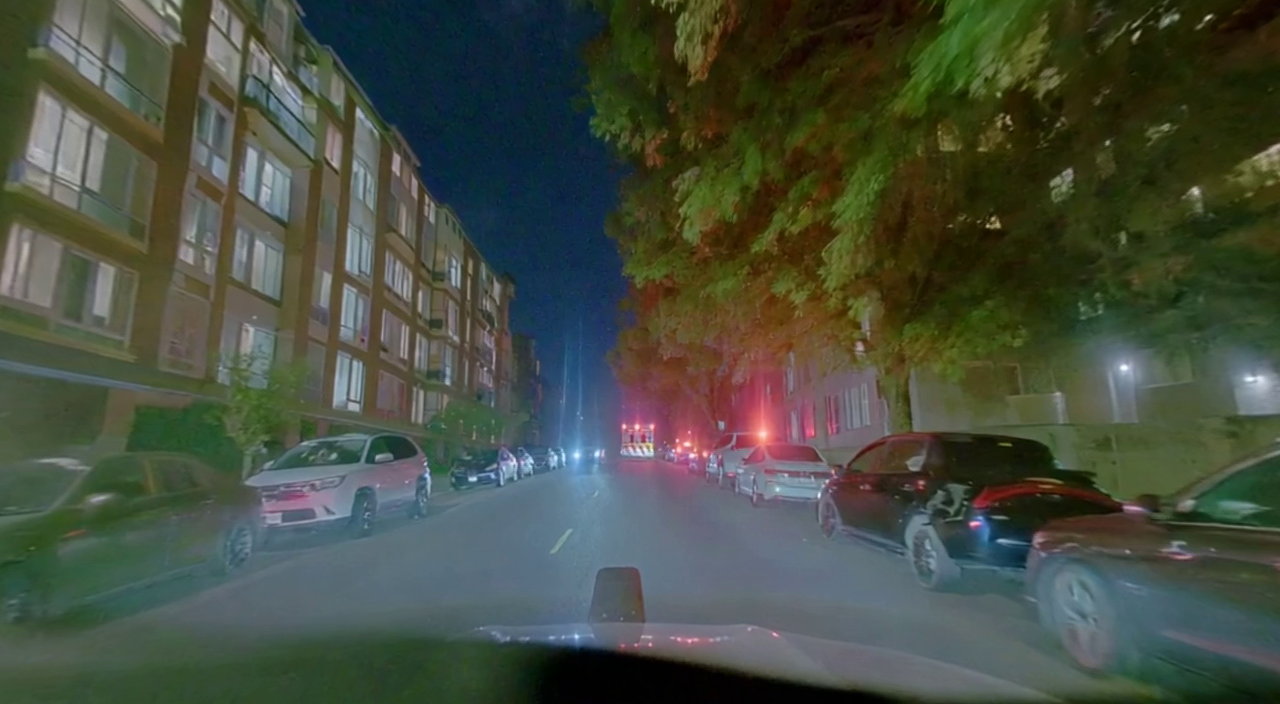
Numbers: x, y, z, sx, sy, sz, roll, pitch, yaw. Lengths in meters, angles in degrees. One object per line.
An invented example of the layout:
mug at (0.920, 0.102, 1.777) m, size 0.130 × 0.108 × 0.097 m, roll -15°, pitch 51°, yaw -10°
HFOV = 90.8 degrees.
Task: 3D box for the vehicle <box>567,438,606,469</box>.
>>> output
vehicle at (-3.231, 6.238, 38.980) m, size 2.029 × 1.802 × 4.229 m, roll 0°, pitch -8°, yaw 1°

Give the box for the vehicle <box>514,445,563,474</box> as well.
vehicle at (-5.514, 5.898, 34.889) m, size 2.047 × 1.471 × 4.647 m, roll 0°, pitch -8°, yaw -1°

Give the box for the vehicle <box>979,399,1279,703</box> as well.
vehicle at (3.290, 0.992, 2.672) m, size 1.728 × 1.532 × 3.457 m, roll 0°, pitch -8°, yaw -1°

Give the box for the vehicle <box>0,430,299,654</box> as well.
vehicle at (-5.460, 1.644, 6.170) m, size 1.853 × 1.560 × 4.497 m, roll -3°, pitch -8°, yaw -1°

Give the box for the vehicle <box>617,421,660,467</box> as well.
vehicle at (-0.230, 6.561, 45.087) m, size 2.754 × 3.008 × 7.730 m, roll 0°, pitch -8°, yaw -3°

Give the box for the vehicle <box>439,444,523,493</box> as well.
vehicle at (-5.557, 4.111, 22.675) m, size 1.921 × 1.482 × 4.280 m, roll -2°, pitch -8°, yaw 0°

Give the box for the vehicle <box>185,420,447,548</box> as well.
vehicle at (-5.426, 2.268, 11.618) m, size 2.131 × 1.821 × 4.976 m, roll 0°, pitch -8°, yaw 1°
